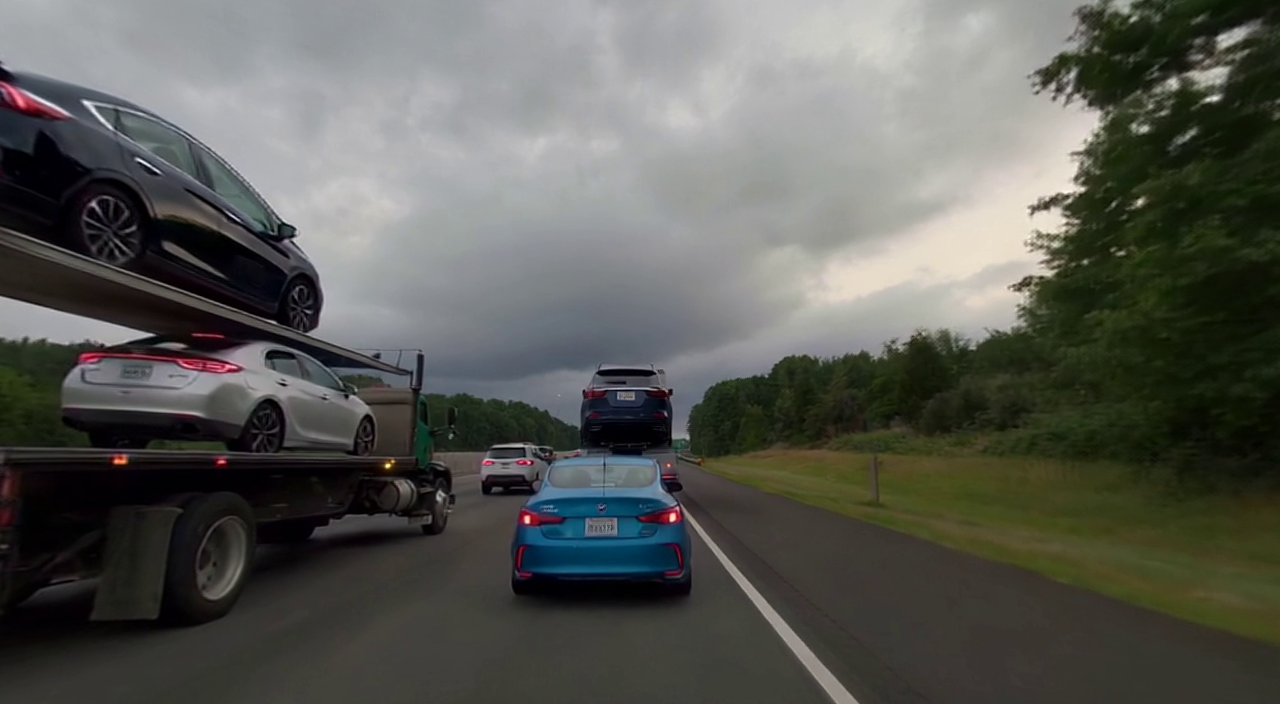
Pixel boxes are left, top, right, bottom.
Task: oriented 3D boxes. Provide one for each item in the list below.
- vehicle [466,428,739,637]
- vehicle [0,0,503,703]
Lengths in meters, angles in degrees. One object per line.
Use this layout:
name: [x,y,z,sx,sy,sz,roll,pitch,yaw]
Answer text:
vehicle: [-0.290,1.588,6.387,1.991,1.507,3.391,0,-9,-1]
vehicle: [-4.615,0.427,7.333,2.836,4.059,14.286,0,-9,0]
